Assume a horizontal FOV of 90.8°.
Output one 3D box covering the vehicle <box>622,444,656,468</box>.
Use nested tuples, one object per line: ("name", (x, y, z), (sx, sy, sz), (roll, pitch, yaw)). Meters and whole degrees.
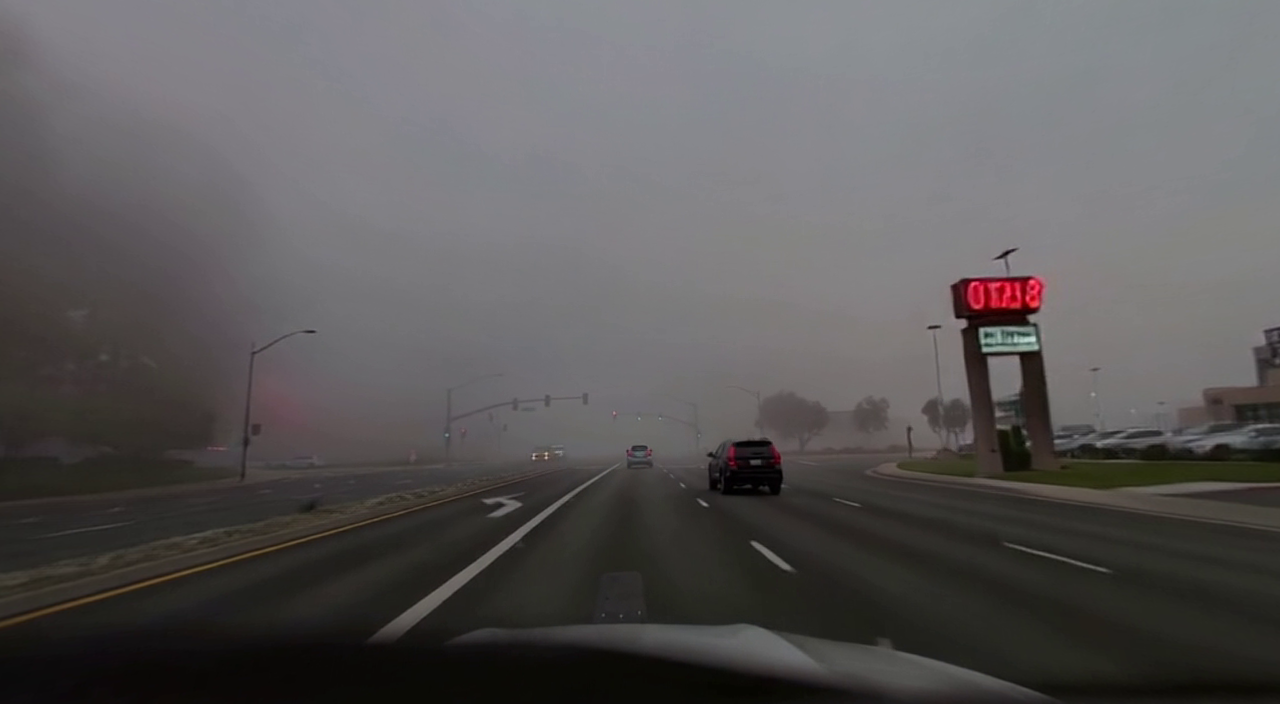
("vehicle", (-0.074, 6.837, 41.716), (2.135, 1.468, 4.076), (0, -8, 0))

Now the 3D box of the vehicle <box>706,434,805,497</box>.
("vehicle", (3.291, 3.348, 18.979), (2.022, 1.643, 4.326), (0, -8, -2))
